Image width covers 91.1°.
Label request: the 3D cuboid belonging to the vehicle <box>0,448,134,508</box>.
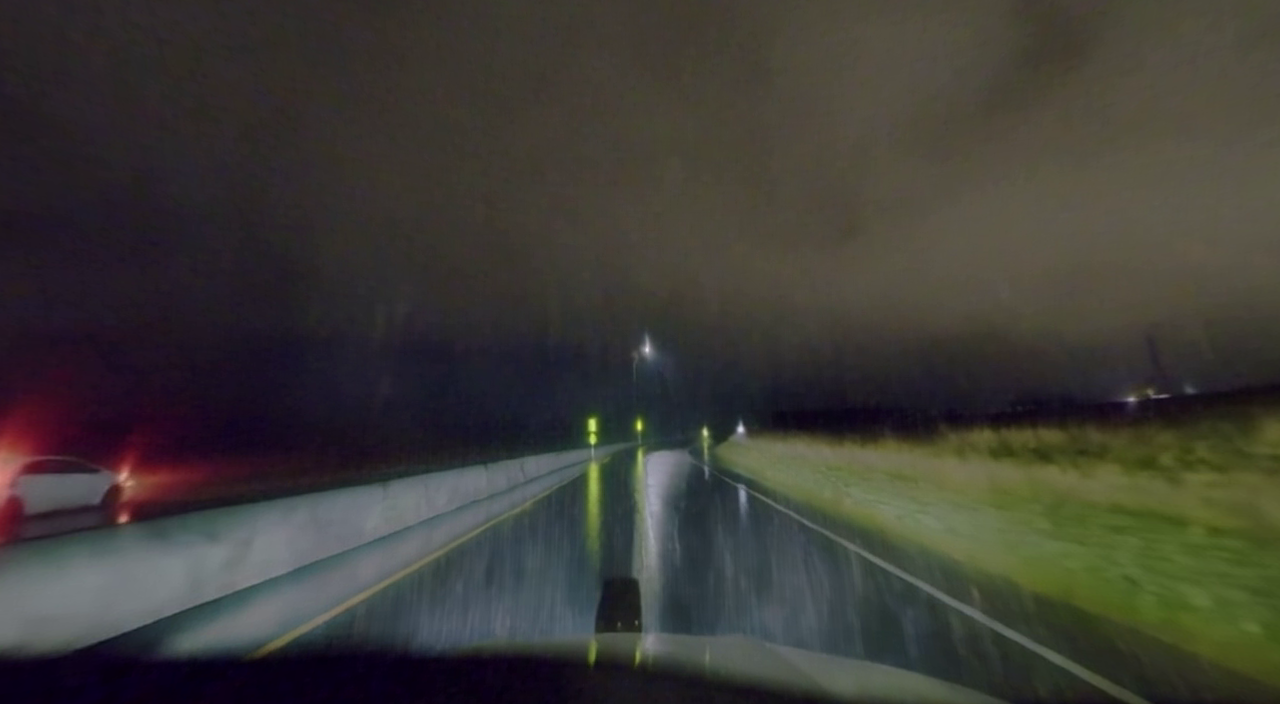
[{"bbox_3d":[-18.202,3.724,19.028,1.880,1.509,4.775,0,-8,-1],"label":"vehicle"}]
